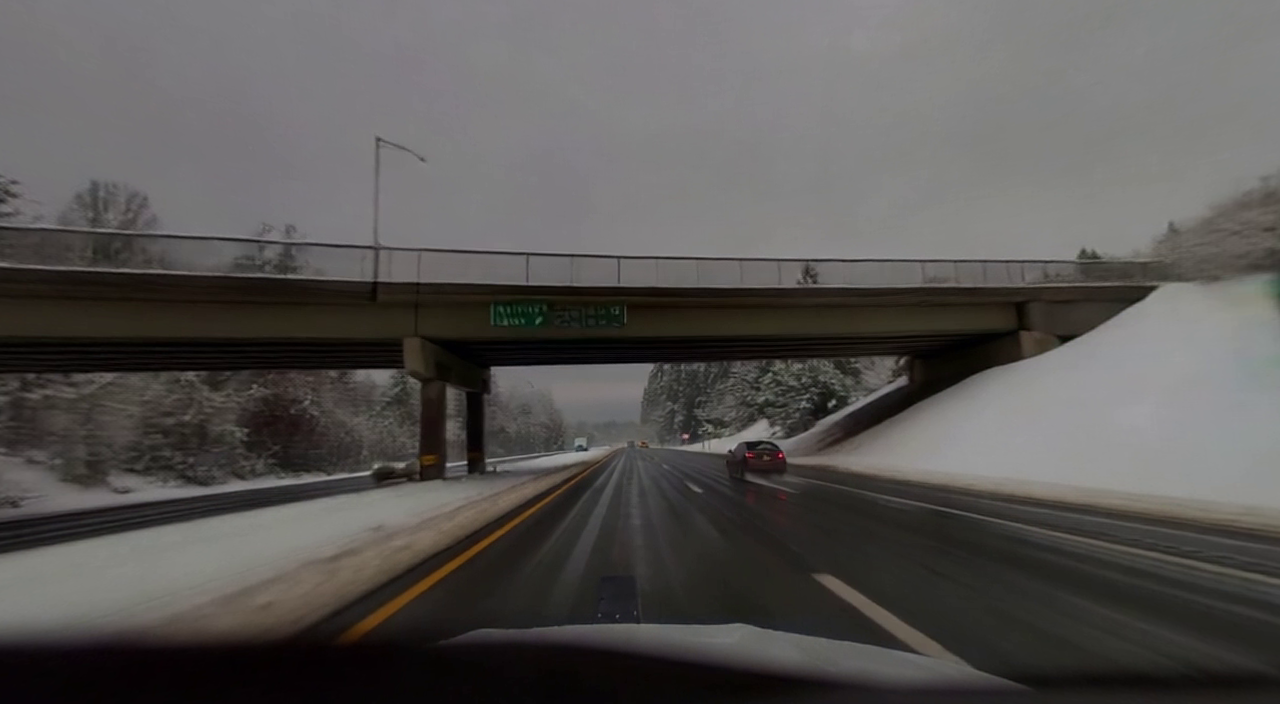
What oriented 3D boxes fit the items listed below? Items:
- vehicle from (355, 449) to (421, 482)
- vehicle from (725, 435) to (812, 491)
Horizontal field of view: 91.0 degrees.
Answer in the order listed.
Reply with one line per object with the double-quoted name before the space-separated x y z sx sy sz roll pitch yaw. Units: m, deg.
"vehicle" -12.637 5.684 31.763 1.780 1.527 3.827 0 -8 -1
"vehicle" 3.748 3.286 18.963 1.781 1.470 3.540 0 -8 -2
